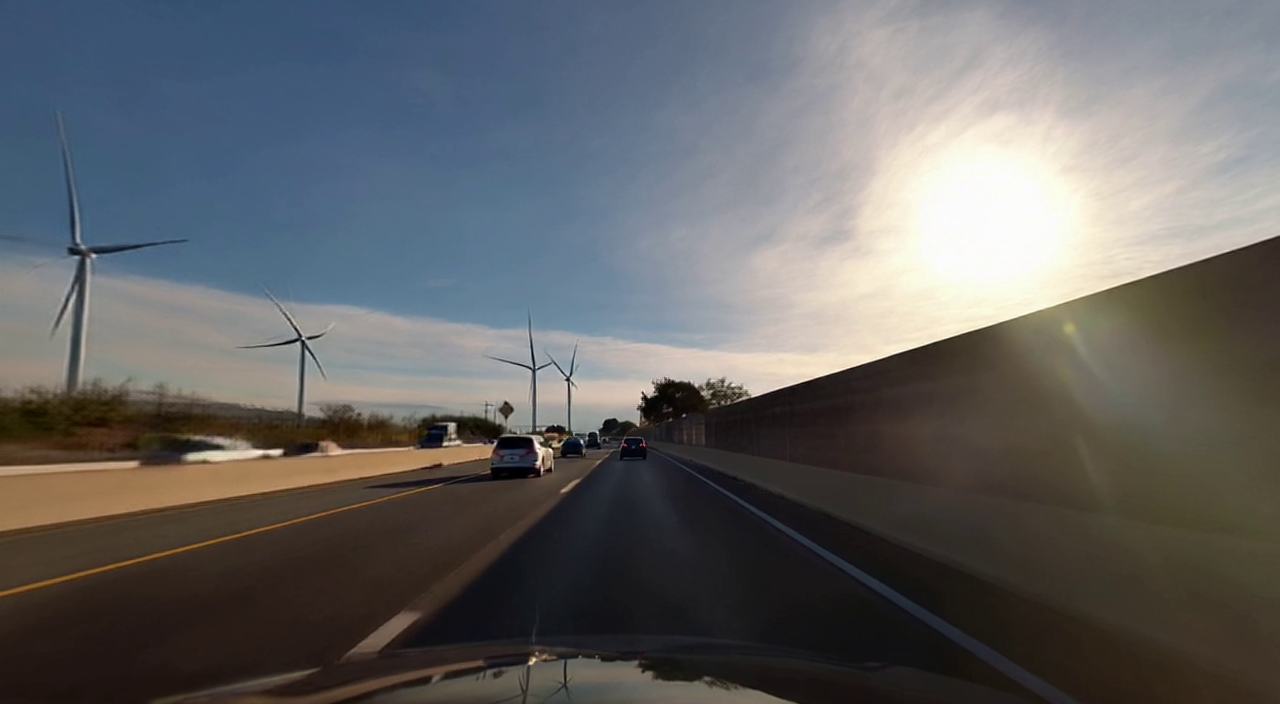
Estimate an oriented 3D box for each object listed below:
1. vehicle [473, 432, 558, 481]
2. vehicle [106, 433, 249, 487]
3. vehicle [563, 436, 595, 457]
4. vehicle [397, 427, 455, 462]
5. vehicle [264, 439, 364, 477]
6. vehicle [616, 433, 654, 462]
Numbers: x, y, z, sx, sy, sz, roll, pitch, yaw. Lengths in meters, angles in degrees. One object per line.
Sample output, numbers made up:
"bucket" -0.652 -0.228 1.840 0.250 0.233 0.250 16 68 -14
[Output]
"vehicle" -4.144 3.548 21.822 1.998 1.468 4.635 0 -8 0
"vehicle" -17.955 4.162 24.840 2.109 1.898 4.672 0 -8 -1
"vehicle" -4.454 6.923 46.416 2.059 1.436 3.802 0 -8 -1
"vehicle" -13.917 6.024 41.260 2.055 2.120 5.013 0 -8 0
"vehicle" -13.687 4.442 26.740 2.102 1.424 4.011 0 -8 -1
"vehicle" -0.287 5.299 35.153 2.027 1.550 3.607 0 -8 -1
